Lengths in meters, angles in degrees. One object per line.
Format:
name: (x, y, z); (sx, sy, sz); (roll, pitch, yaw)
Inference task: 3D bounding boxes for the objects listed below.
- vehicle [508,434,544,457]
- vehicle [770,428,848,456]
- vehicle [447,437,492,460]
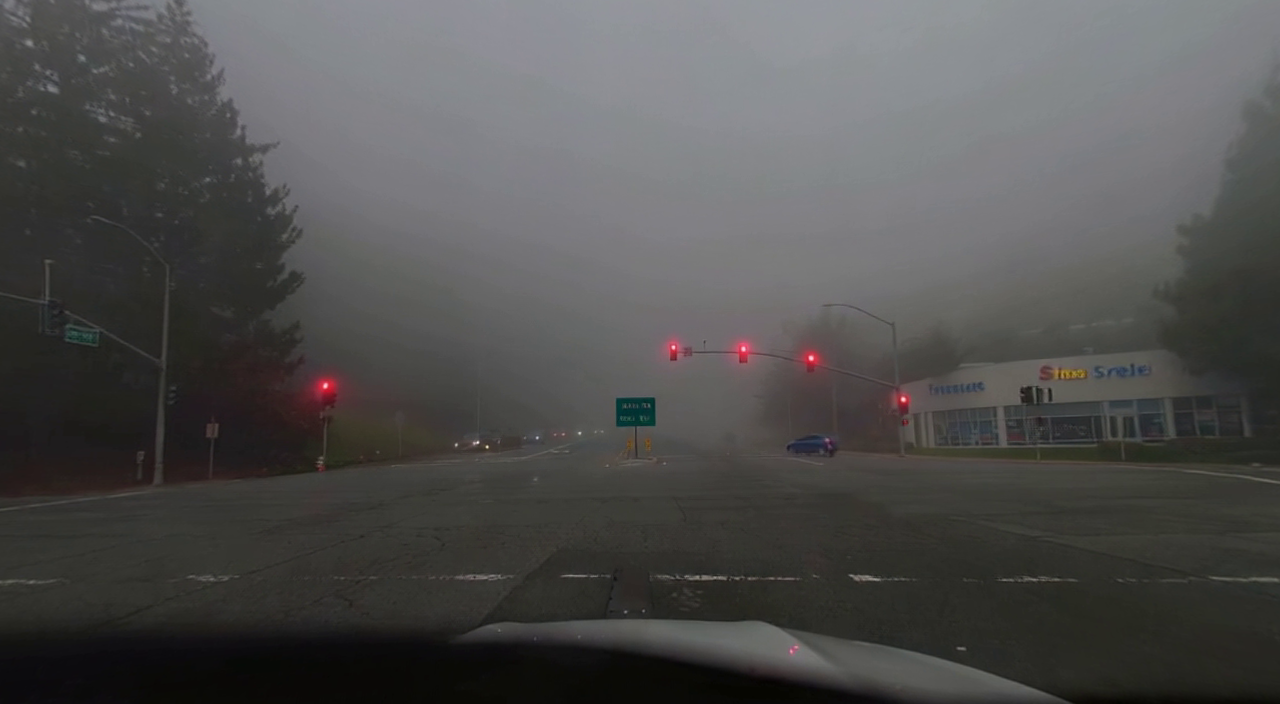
vehicle: (-8.067, 6.658, 45.075); (1.920, 1.546, 4.086); (0, -9, -1)
vehicle: (10.805, 5.797, 40.558); (1.936, 1.664, 4.667); (6, -10, -34)
vehicle: (-11.765, 6.685, 43.898); (2.111, 1.499, 4.371); (0, -9, -3)
